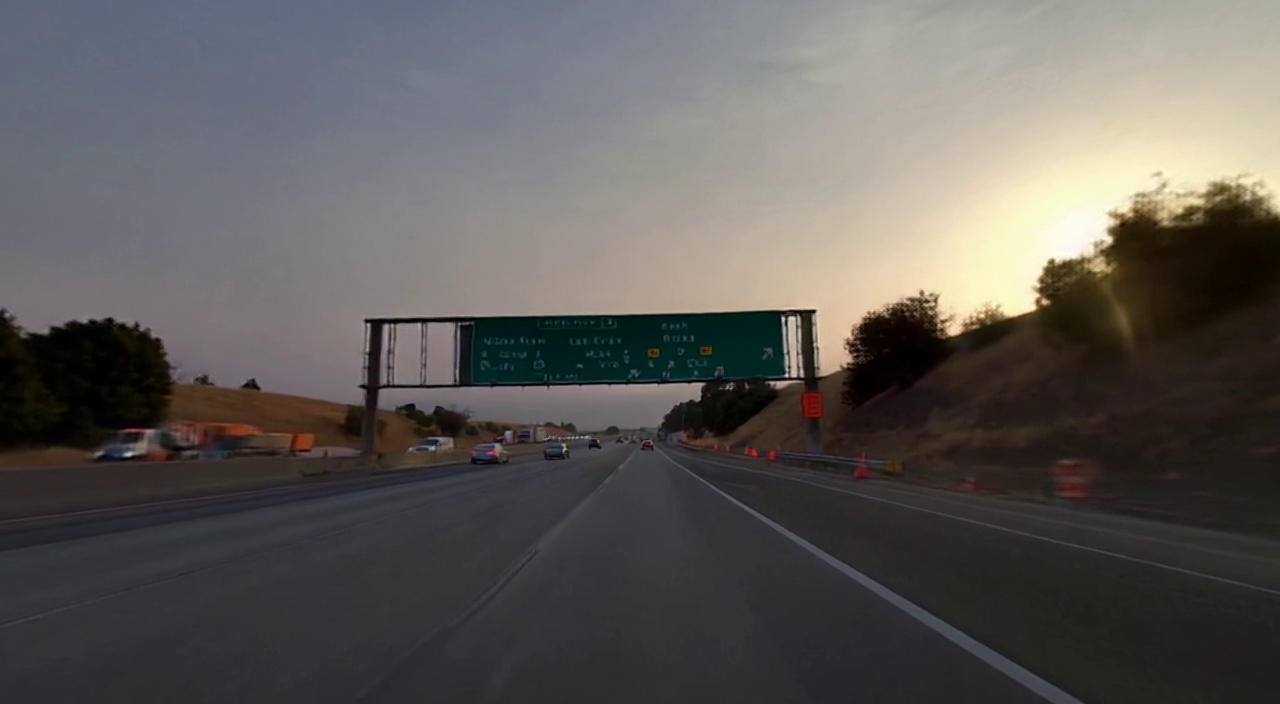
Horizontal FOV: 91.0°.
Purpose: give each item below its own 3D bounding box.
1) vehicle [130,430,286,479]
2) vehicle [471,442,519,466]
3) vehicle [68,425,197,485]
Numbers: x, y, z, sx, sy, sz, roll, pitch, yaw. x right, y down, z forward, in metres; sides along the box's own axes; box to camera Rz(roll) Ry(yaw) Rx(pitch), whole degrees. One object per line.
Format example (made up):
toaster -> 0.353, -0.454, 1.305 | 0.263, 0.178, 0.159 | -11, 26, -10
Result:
vehicle -> -18.791, 4.528, 27.979 | 2.447, 1.910, 6.271 | 0, -9, 0
vehicle -> -9.762, 6.880, 42.747 | 2.122, 1.511, 4.576 | 0, -9, 0
vehicle -> -30.049, 6.091, 37.620 | 3.063, 3.267, 5.329 | 0, -8, 1
